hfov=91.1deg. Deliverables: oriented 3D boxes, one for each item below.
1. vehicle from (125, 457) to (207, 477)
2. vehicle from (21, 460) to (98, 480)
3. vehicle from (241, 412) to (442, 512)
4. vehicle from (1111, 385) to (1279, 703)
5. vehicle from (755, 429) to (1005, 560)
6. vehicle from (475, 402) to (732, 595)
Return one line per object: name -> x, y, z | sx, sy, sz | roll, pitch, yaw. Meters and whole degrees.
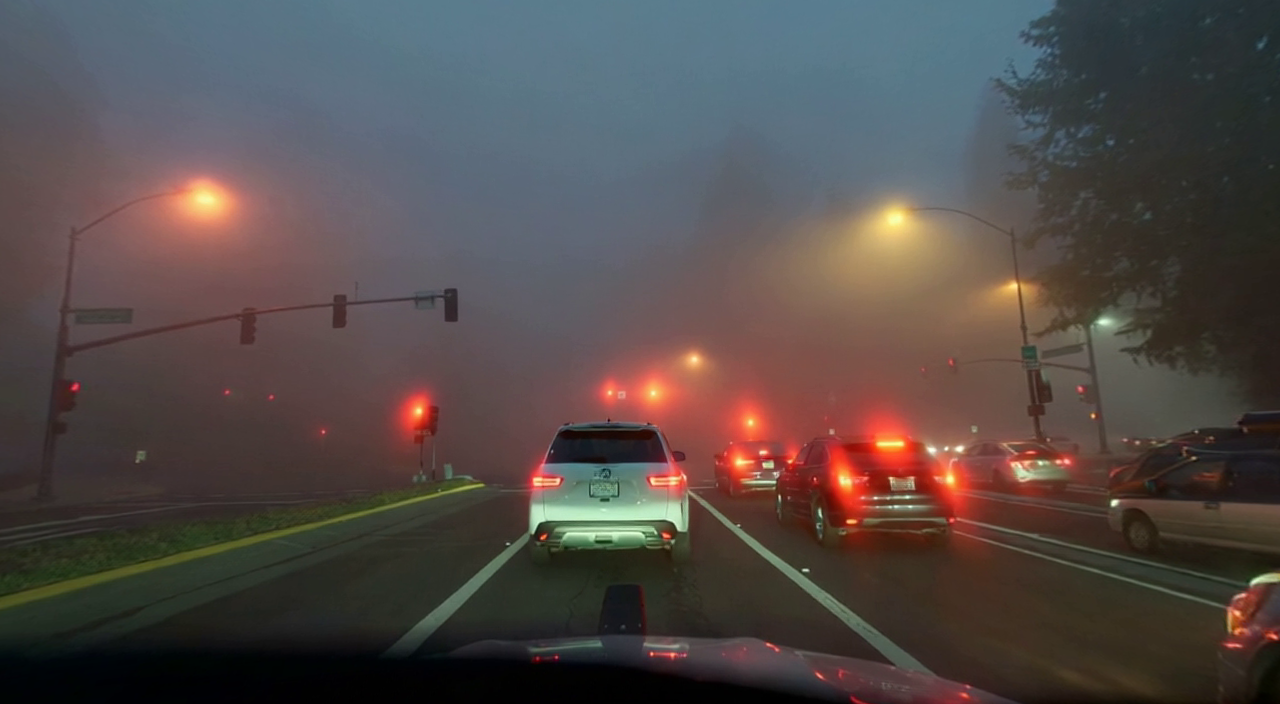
vehicle -> -37.308, 9.055, 49.488 | 4.914, 1.487, 1.850 | 0, -8, 0
vehicle -> -45.652, 9.275, 49.412 | 4.232, 1.498, 1.791 | 0, -8, 1
vehicle -> -6.711, 2.557, 15.000 | 2.214, 1.953, 5.017 | 0, -8, 1
vehicle -> 3.309, 0.671, 0.842 | 1.980, 1.515, 4.362 | 0, -8, 1
vehicle -> 3.167, 1.972, 9.495 | 1.971, 1.473, 4.495 | 0, -8, 0
vehicle -> -0.308, 1.591, 7.634 | 2.256, 1.694, 4.055 | 0, -8, 0
